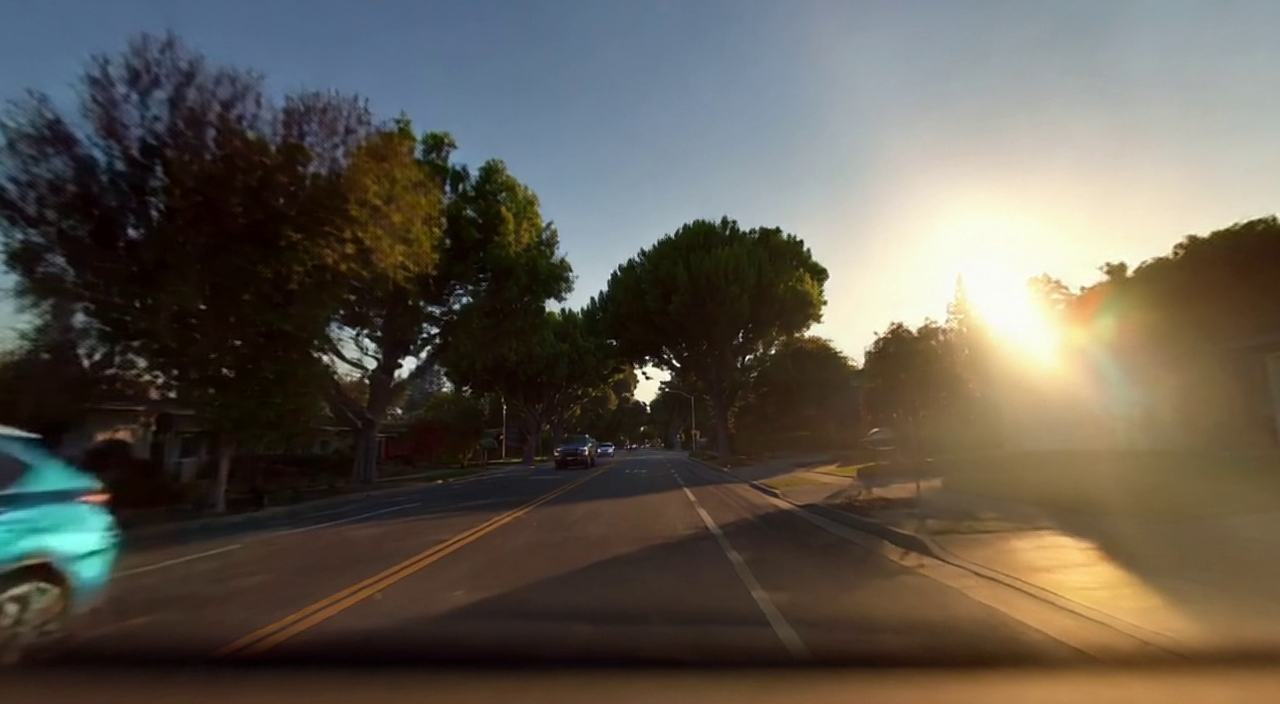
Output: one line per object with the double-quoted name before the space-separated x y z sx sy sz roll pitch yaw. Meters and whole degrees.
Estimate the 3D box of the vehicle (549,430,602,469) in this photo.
"vehicle" -3.702 5.760 37.331 2.417 2.088 5.780 0 -8 1

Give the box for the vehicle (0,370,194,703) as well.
"vehicle" -4.302 0.838 2.171 2.041 1.780 4.618 0 -8 1
